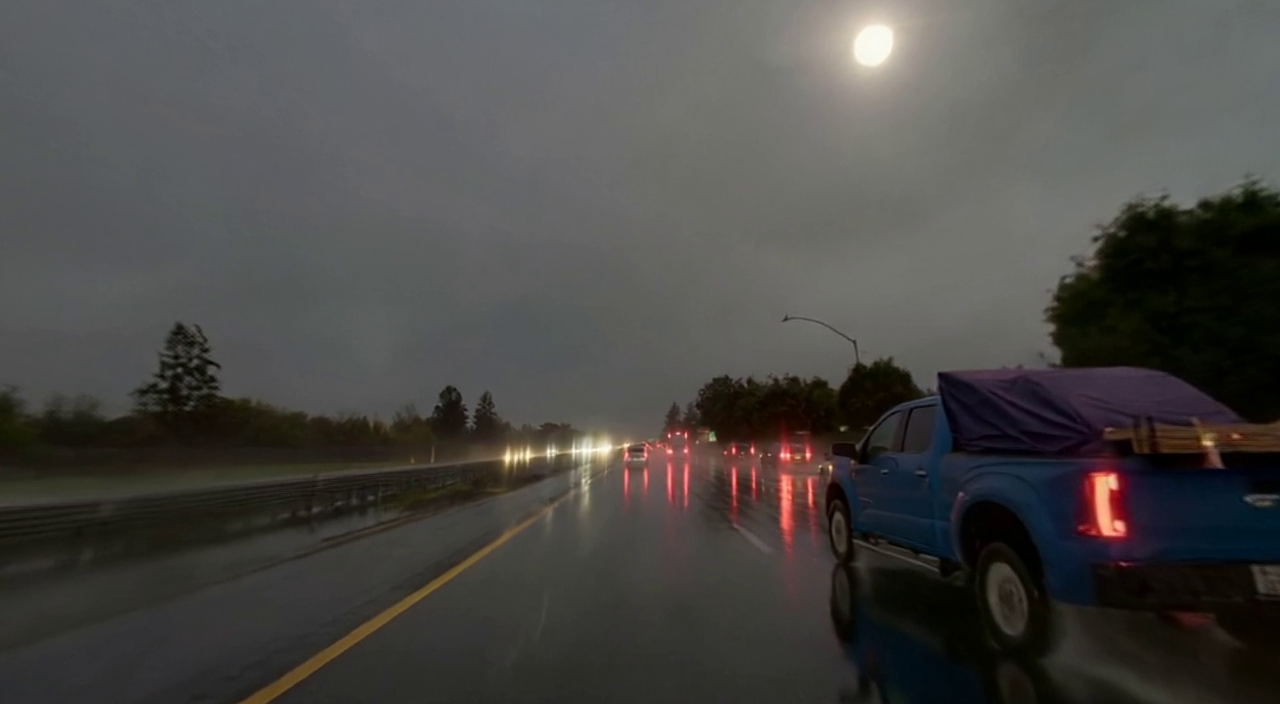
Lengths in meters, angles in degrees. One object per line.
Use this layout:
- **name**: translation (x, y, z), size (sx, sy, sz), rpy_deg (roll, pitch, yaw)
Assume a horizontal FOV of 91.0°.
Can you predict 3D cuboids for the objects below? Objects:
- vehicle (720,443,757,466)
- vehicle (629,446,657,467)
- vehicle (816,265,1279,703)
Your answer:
- **vehicle**: translation (7.683, 8.033, 49.616), size (2.189, 1.704, 4.521), rpy_deg (0, -9, 0)
- **vehicle**: translation (0.238, 7.820, 47.343), size (2.030, 1.473, 3.926), rpy_deg (0, -9, 0)
- **vehicle**: translation (3.518, 1.053, 5.442), size (2.354, 2.079, 5.586), rpy_deg (0, -9, 0)
